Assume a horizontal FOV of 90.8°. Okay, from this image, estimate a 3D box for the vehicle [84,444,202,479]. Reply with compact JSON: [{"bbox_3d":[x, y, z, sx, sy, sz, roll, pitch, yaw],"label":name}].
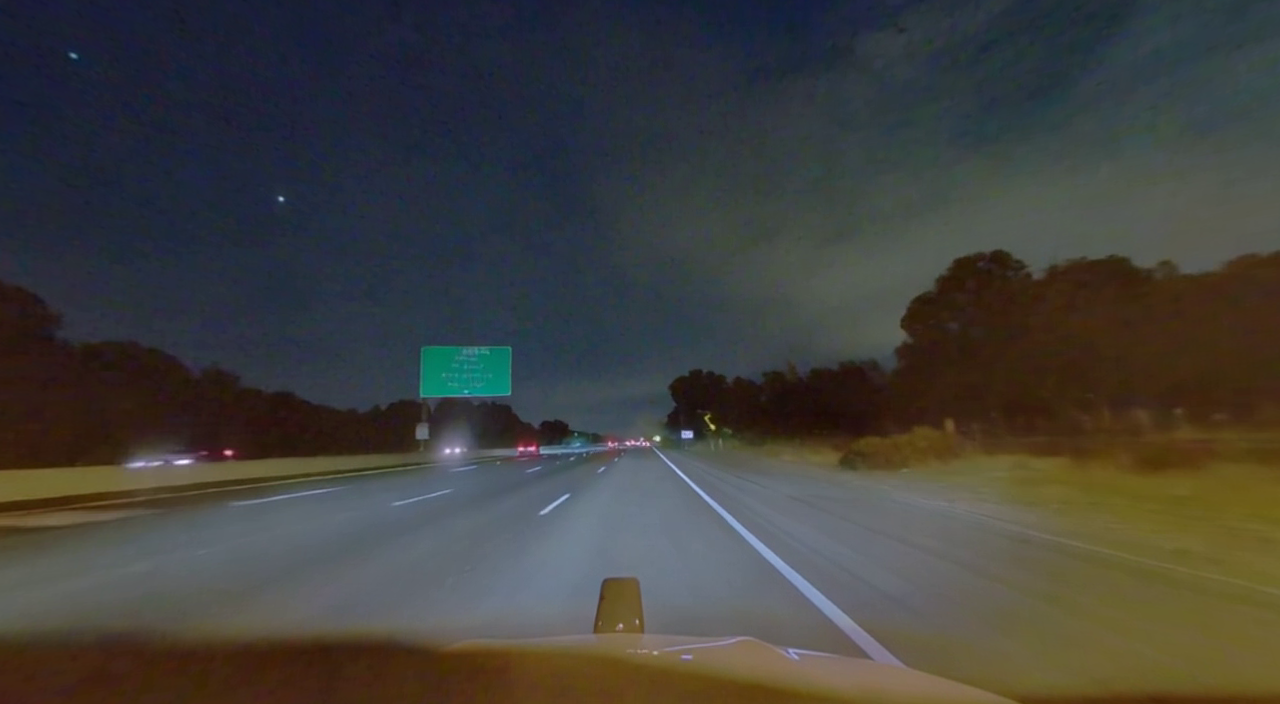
[{"bbox_3d":[-24.904,5.475,31.913,1.981,1.602,4.849,0,-8,0],"label":"vehicle"}]
